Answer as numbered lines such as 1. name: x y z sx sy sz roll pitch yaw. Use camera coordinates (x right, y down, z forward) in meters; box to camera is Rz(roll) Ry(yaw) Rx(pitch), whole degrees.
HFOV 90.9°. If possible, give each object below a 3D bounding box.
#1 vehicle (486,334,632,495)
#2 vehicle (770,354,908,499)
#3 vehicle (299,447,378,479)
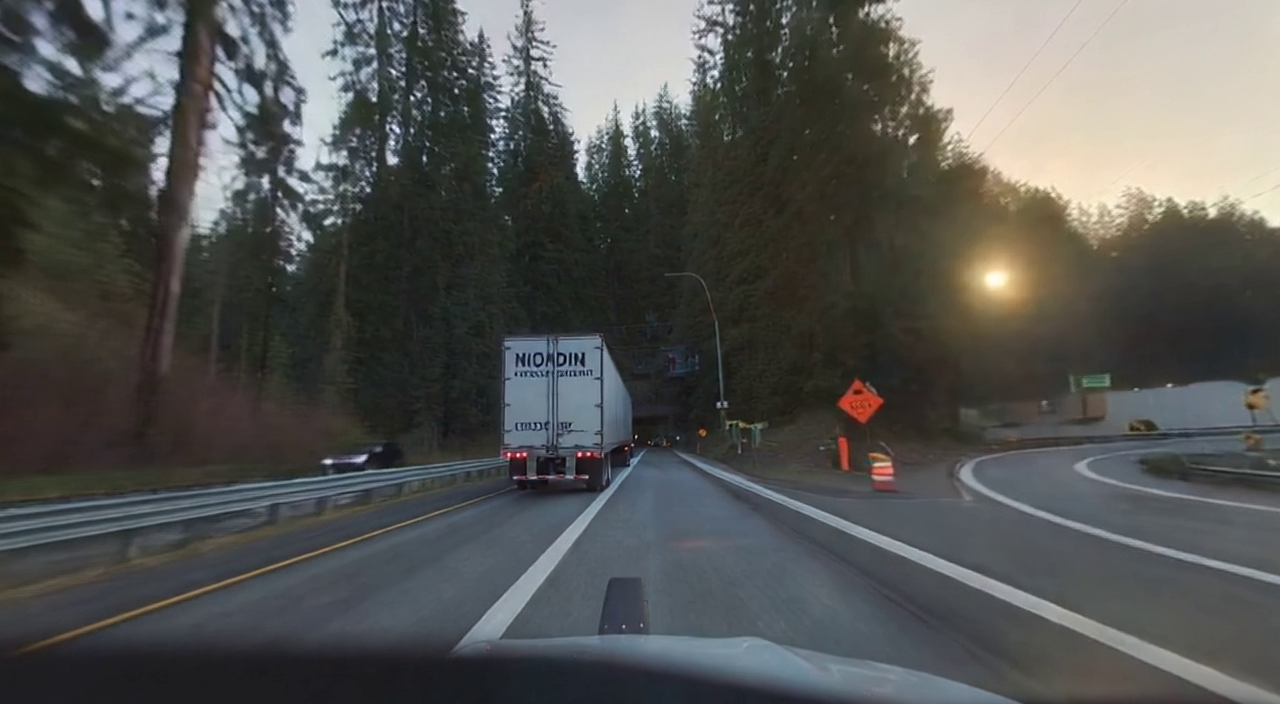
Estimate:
1. vehicle: -2.128 2.726 24.029 2.873 4.060 16.327 0 -8 2
2. vehicle: 5.253 2.060 17.310 2.928 3.571 3.032 -1 -8 6
3. vehicle: -16.580 6.074 34.934 2.100 1.605 4.477 0 -8 1
